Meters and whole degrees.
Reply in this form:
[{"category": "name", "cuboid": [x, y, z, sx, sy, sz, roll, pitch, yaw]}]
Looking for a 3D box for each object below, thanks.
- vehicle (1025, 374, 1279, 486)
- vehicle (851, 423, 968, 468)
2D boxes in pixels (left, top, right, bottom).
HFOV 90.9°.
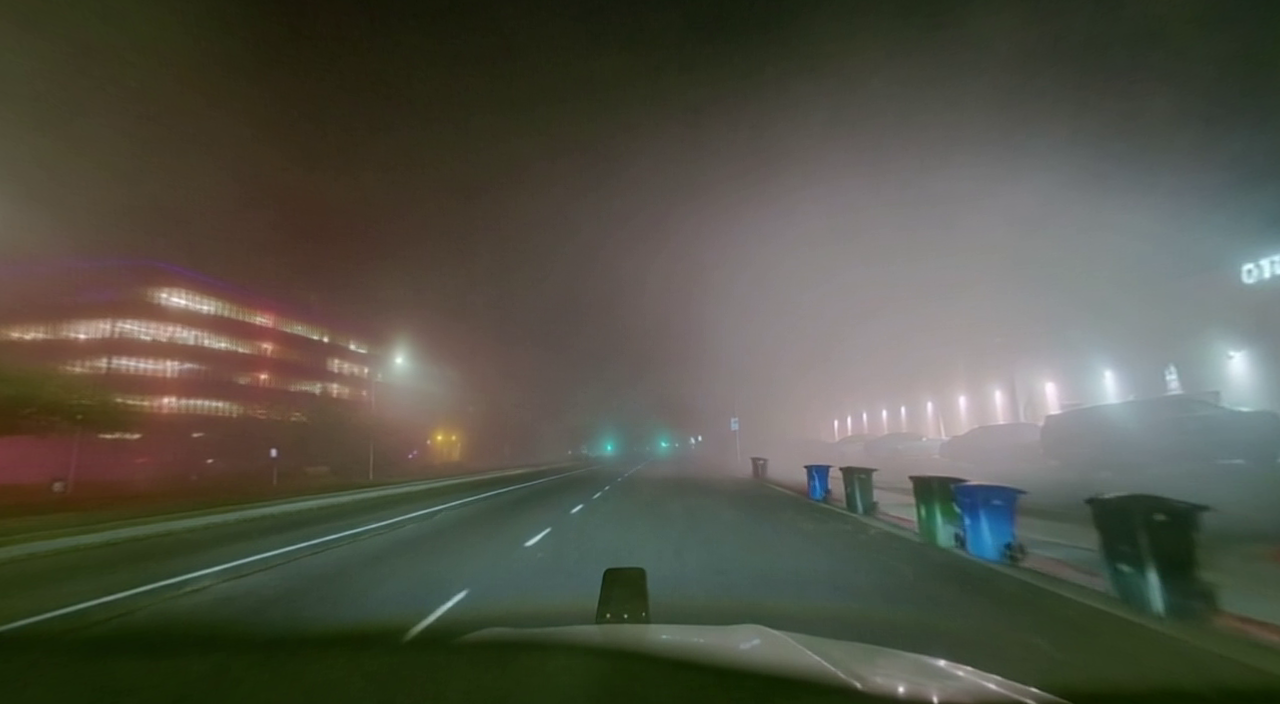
[{"category": "vehicle", "cuboid": [12.364, 1.785, 14.644, 5.136, 1.945, 2.153, -7, -9, 3]}, {"category": "vehicle", "cuboid": [12.638, 4.422, 29.774, 4.478, 1.578, 1.944, -6, -9, 2]}]
